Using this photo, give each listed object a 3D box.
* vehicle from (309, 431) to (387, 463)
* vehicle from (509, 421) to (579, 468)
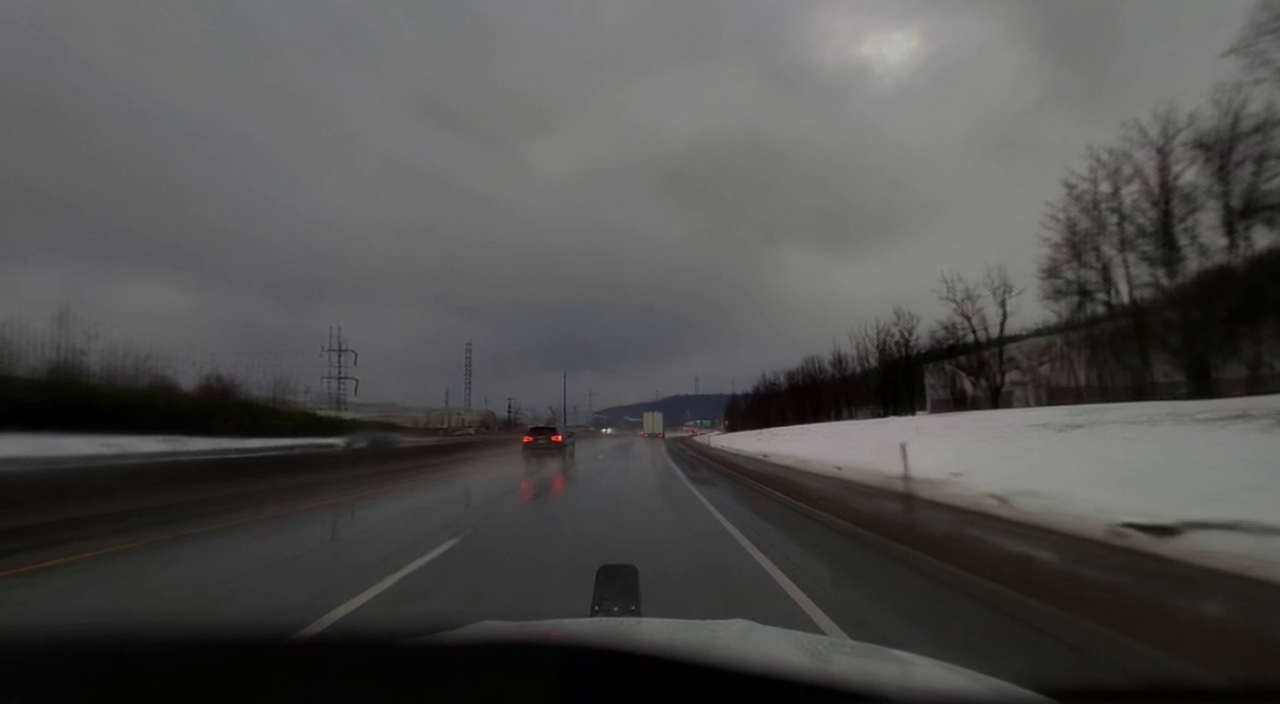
[{"bbox_3d":[-15.132,4.940,32.899,1.848,1.505,4.527,0,-8,1],"label":"vehicle"},{"bbox_3d":[-3.690,3.656,24.966,2.018,1.678,4.312,0,-8,1],"label":"vehicle"}]
